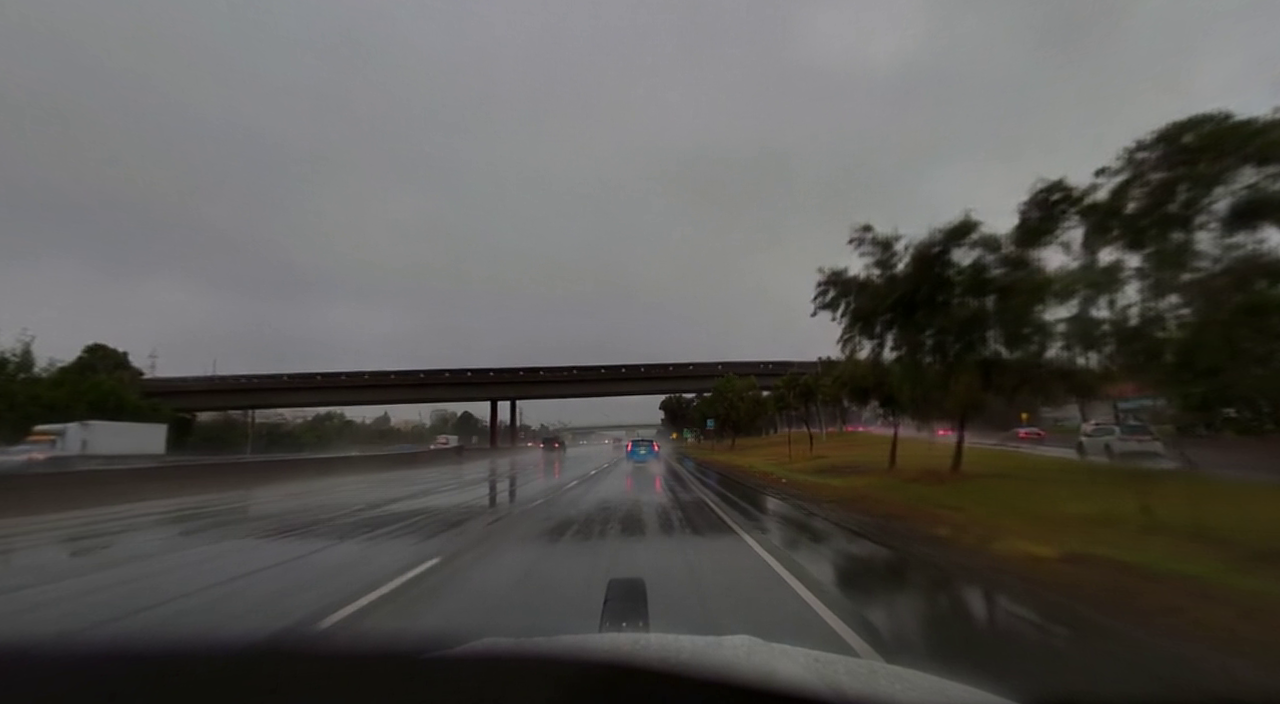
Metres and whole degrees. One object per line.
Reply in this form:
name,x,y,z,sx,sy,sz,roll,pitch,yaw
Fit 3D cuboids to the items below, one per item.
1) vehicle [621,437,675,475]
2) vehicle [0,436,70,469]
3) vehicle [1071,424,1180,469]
vehicle,0.340,4.472,27.322,2.145,1.493,4.146,0,-8,0
vehicle,-44.651,7.176,45.241,2.857,2.170,4.763,-1,-8,1
vehicle,21.016,4.116,27.570,2.095,1.674,4.530,1,-8,15
